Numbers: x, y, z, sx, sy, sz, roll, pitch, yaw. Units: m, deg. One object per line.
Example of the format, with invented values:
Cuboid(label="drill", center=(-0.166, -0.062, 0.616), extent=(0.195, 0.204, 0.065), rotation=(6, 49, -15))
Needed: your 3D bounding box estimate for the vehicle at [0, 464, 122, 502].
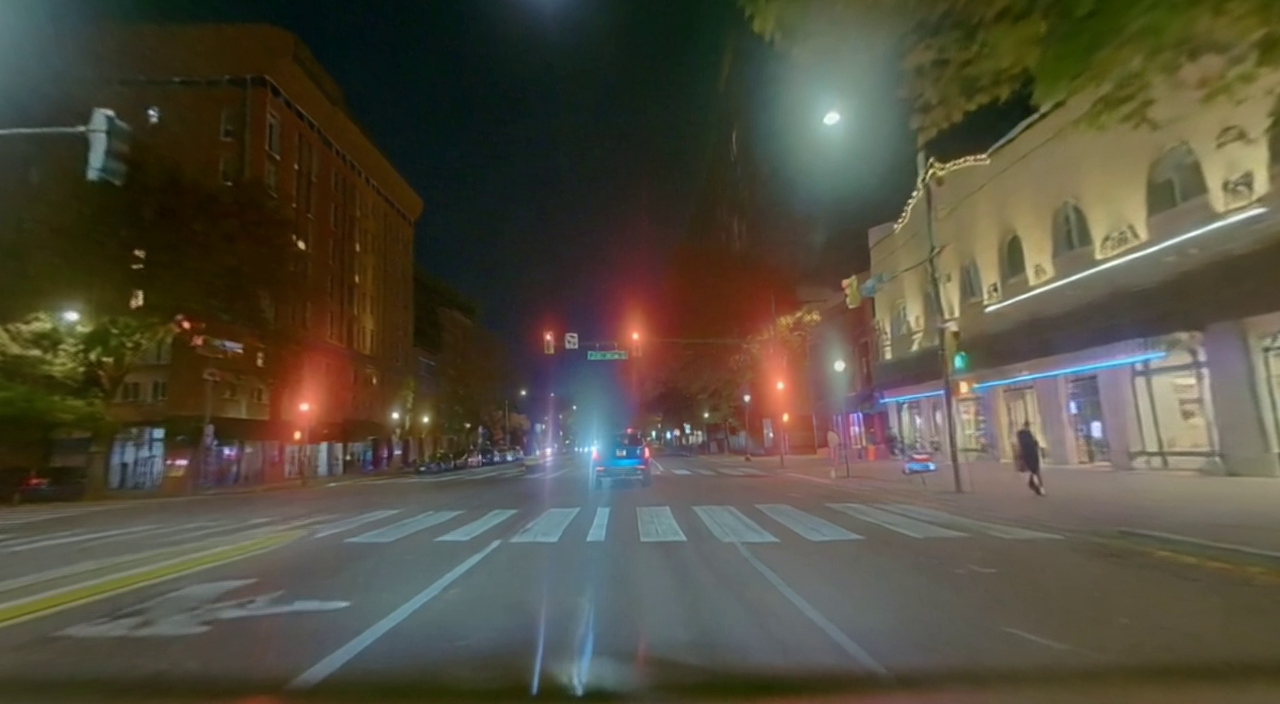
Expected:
Cuboid(label="vehicle", center=(-26.124, 5.823, 28.188), extent=(4.317, 1.524, 1.809), rotation=(0, -8, -1))

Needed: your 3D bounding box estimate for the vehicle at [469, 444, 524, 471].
Cuboid(label="vehicle", center=(-8.425, 6.233, 37.518), extent=(2.152, 1.468, 4.737), rotation=(0, -8, 0))

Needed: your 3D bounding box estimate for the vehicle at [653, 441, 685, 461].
Cuboid(label="vehicle", center=(2.267, 7.782, 49.776), extent=(2.209, 1.478, 4.138), rotation=(0, -8, -2))

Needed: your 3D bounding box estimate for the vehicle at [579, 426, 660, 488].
Cuboid(label="vehicle", center=(-0.615, 3.423, 20.823), extent=(2.382, 1.796, 4.610), rotation=(0, -8, 0))

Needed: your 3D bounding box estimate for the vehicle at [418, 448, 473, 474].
Cuboid(label="vehicle", center=(-11.891, 6.685, 38.955), extent=(1.972, 1.475, 4.381), rotation=(0, -8, 0))
